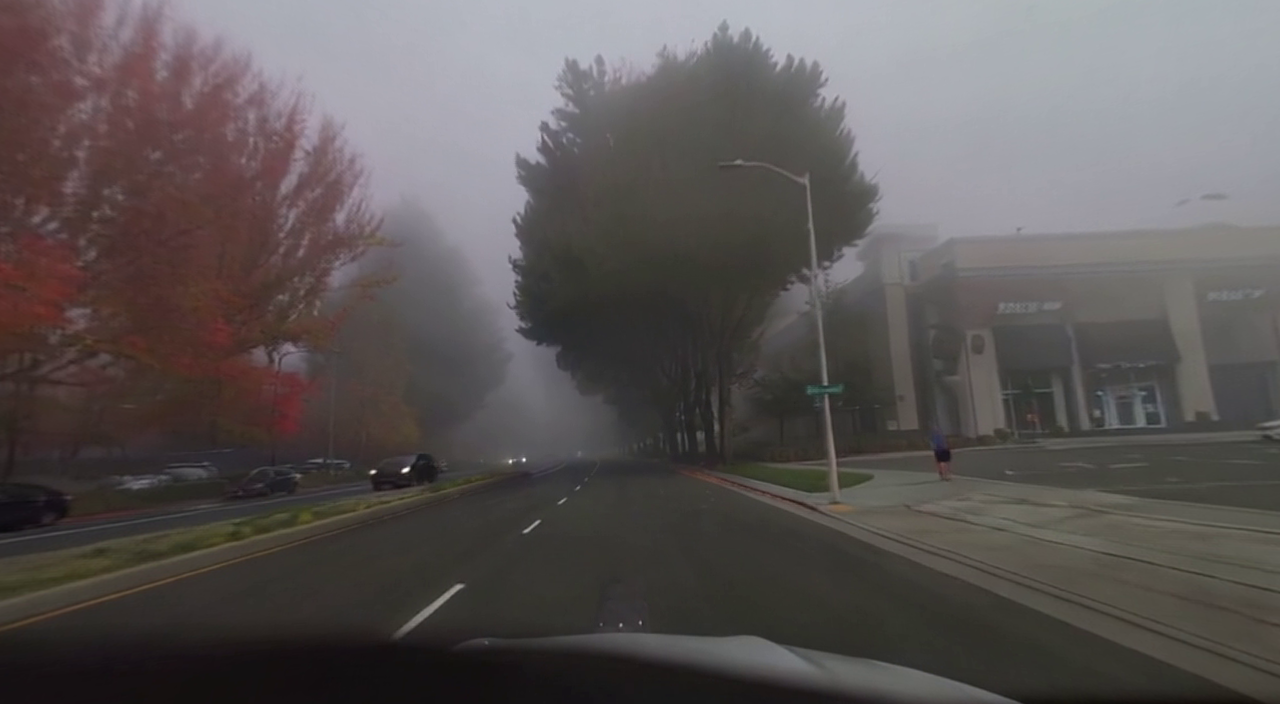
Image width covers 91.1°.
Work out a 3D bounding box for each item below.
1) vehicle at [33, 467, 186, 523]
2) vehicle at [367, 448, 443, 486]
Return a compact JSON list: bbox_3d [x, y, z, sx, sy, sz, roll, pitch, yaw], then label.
[{"bbox_3d":[-18.229,4.880,21.872,1.896,1.495,4.108,-4,-9,-2],"label":"vehicle"},{"bbox_3d":[-11.725,5.754,31.761,2.075,1.765,4.684,0,-9,-1],"label":"vehicle"}]
